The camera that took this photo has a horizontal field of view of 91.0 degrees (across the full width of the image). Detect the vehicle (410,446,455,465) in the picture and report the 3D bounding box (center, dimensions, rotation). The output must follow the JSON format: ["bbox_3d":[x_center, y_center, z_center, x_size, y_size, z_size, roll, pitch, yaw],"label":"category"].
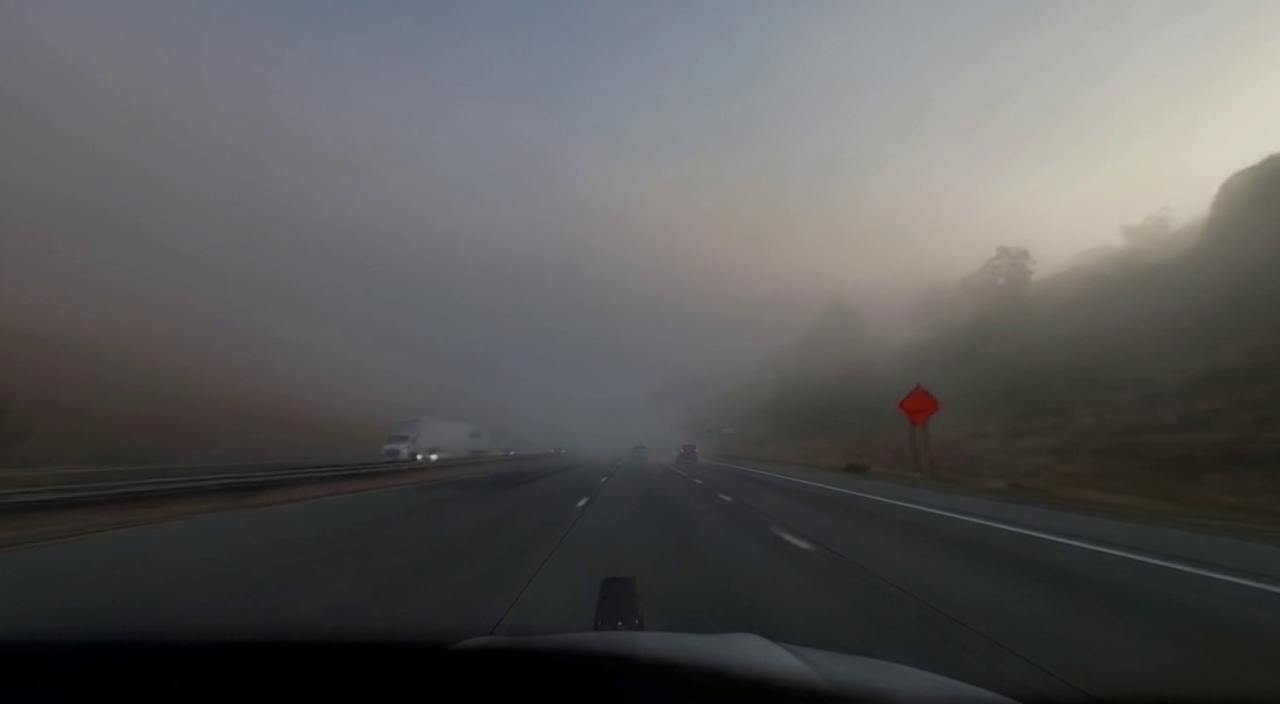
[{"bbox_3d":[-16.305,8.132,49.669,1.888,1.462,4.599,-1,-8,2],"label":"vehicle"}]
